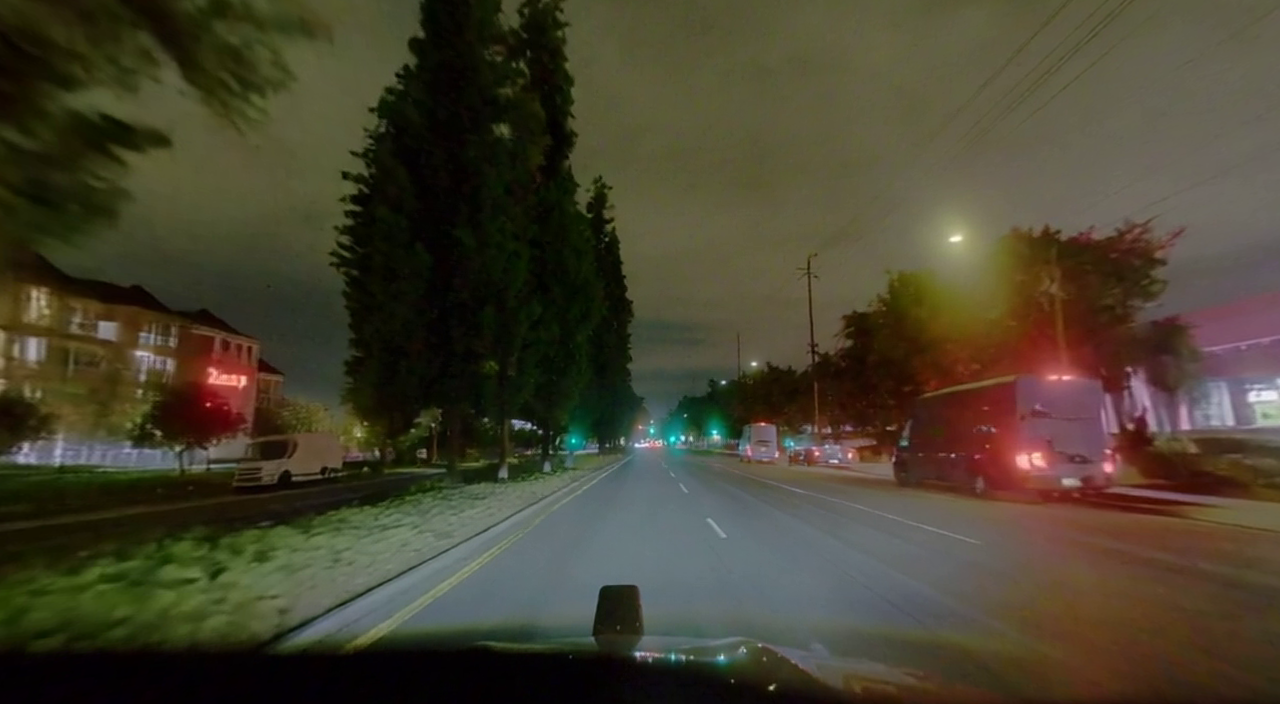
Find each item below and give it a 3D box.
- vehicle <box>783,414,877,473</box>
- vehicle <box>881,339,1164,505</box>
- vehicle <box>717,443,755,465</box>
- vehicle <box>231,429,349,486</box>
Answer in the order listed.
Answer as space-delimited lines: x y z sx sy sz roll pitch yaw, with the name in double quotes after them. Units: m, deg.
10.326 5.115 35.218 2.964 2.927 6.936 0 -8 0 "vehicle"
10.336 2.220 18.817 2.879 3.765 8.904 0 -8 1 "vehicle"
6.658 7.099 44.246 1.972 1.417 4.239 0 -8 0 "vehicle"
-17.188 5.197 31.536 2.253 2.554 6.021 0 -9 1 "vehicle"
